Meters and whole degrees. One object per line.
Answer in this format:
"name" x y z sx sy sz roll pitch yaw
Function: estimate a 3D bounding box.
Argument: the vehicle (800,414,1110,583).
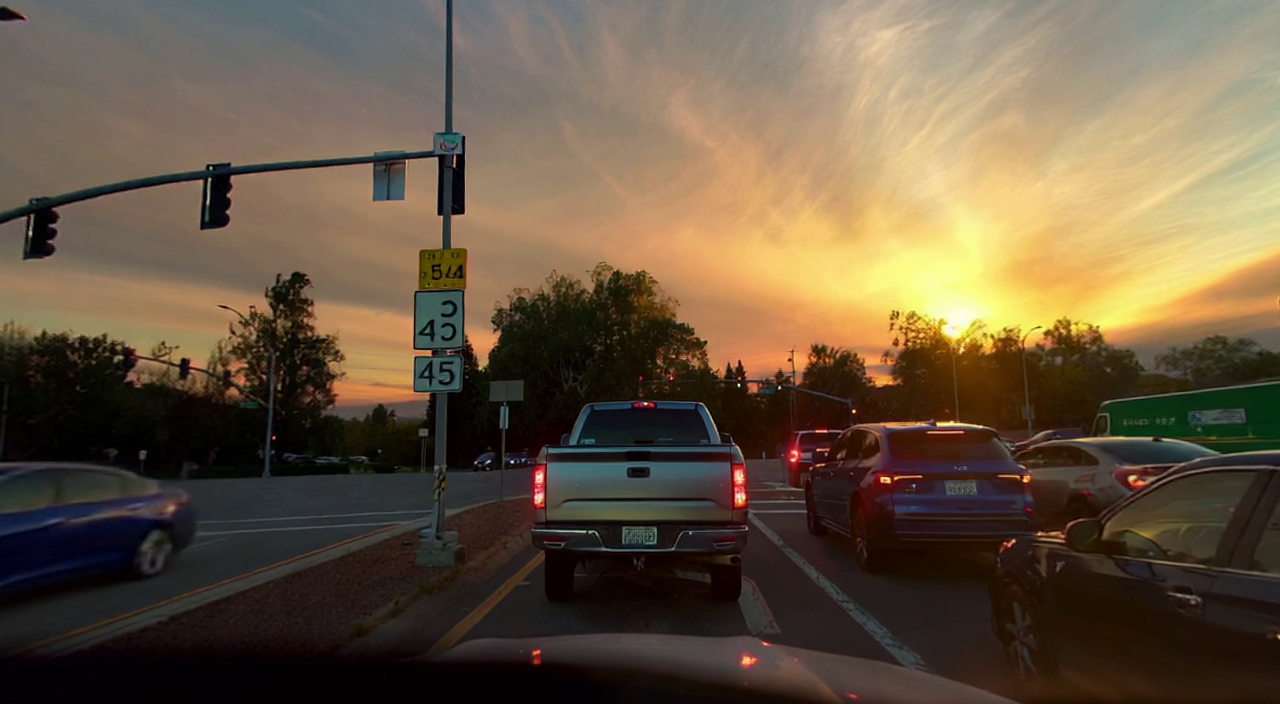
"vehicle" 3.572 1.716 8.181 1.981 1.616 4.006 0 -8 1

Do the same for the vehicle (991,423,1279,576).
"vehicle" 6.837 1.739 8.284 1.973 1.470 4.228 0 -8 -1

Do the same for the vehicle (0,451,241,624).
"vehicle" -7.334 1.960 7.132 2.410 1.596 4.931 0 -8 0

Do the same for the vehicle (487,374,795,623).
"vehicle" 0.044 1.472 7.343 2.326 1.880 4.964 0 -8 1
